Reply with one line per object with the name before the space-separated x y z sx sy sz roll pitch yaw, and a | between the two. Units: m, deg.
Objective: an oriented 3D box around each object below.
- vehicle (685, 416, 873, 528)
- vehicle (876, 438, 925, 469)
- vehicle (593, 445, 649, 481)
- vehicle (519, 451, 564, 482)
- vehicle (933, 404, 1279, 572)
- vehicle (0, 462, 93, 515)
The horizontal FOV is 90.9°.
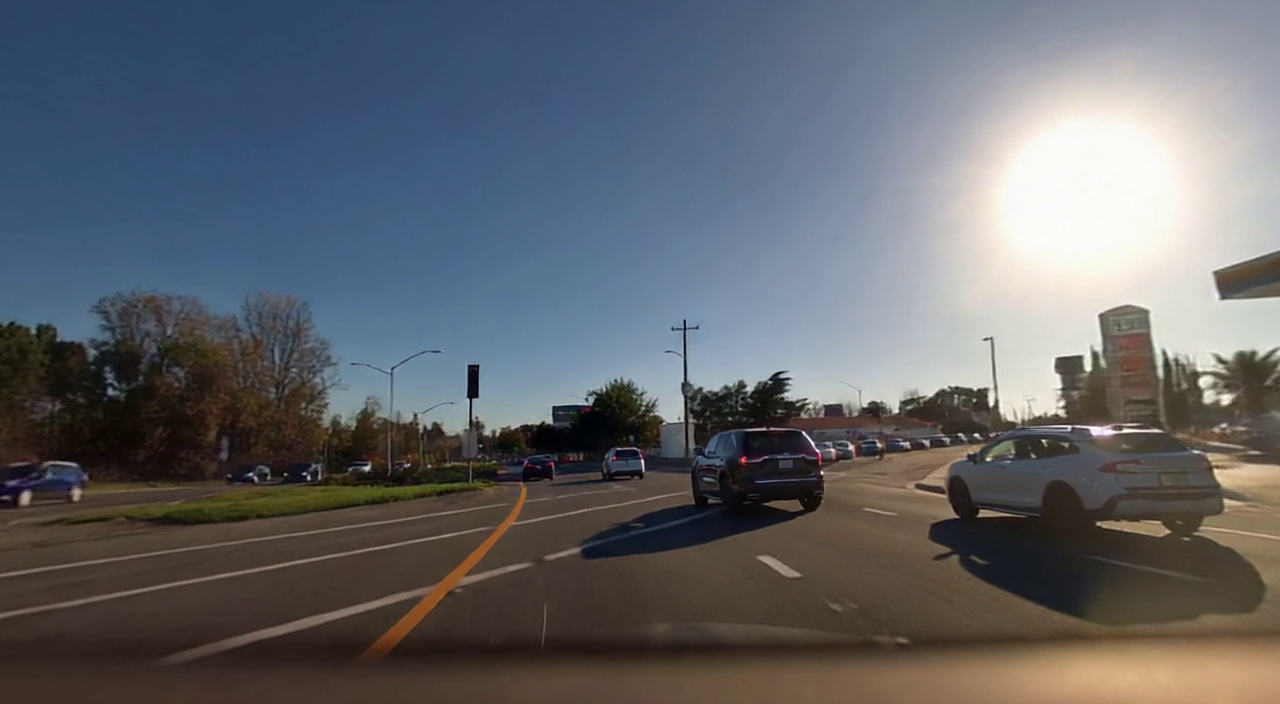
vehicle | 2.459 2.298 12.726 2.184 1.777 4.712 0 -8 -7
vehicle | 14.115 5.424 33.956 1.945 1.528 5.044 -6 -10 26
vehicle | -0.995 5.370 30.832 2.012 1.612 4.114 1 -8 -12
vehicle | -5.646 6.454 35.832 2.107 1.527 4.174 2 -8 -15
vehicle | 5.988 1.629 8.369 1.881 1.604 4.289 0 -8 -4
vehicle | -20.861 4.561 21.320 1.821 1.521 3.874 1 -8 -12
